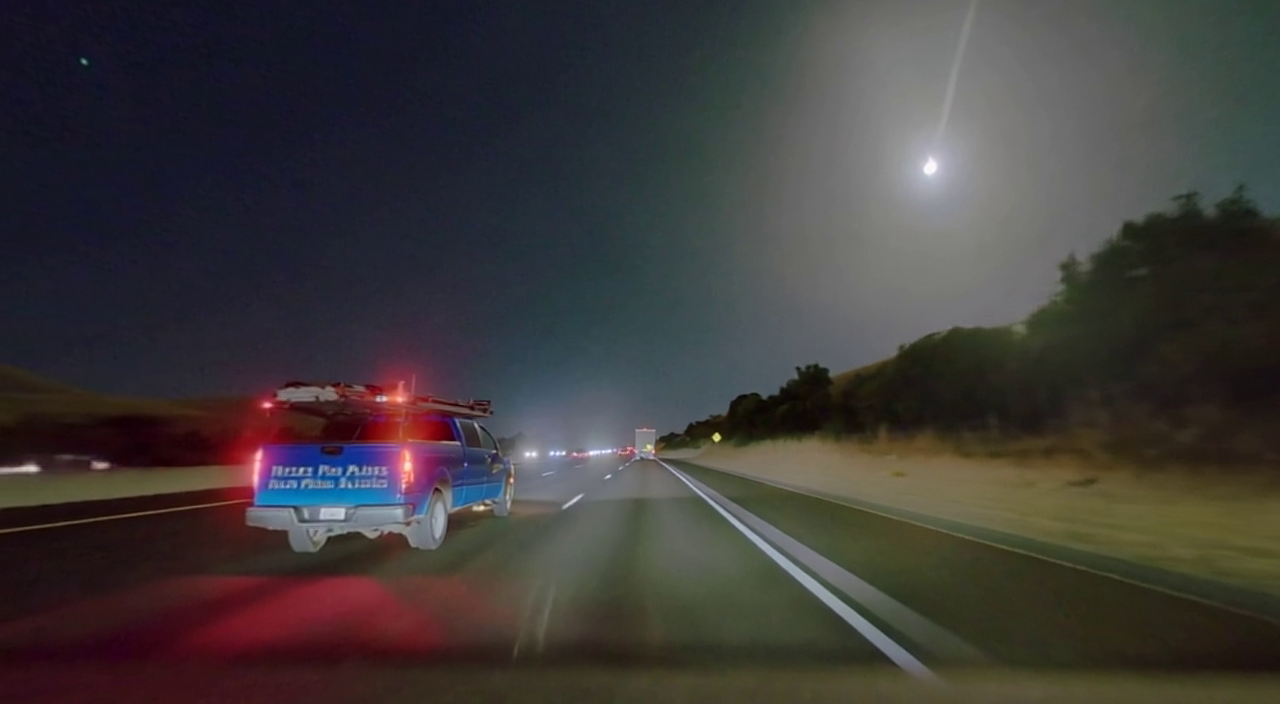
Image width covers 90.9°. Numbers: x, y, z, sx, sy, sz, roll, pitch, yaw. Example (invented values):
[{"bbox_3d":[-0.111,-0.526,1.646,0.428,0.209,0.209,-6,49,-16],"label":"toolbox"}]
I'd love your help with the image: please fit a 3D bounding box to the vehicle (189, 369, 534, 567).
[{"bbox_3d":[-3.859,1.864,10.894,2.791,2.330,6.725,0,-8,1],"label":"vehicle"}]
